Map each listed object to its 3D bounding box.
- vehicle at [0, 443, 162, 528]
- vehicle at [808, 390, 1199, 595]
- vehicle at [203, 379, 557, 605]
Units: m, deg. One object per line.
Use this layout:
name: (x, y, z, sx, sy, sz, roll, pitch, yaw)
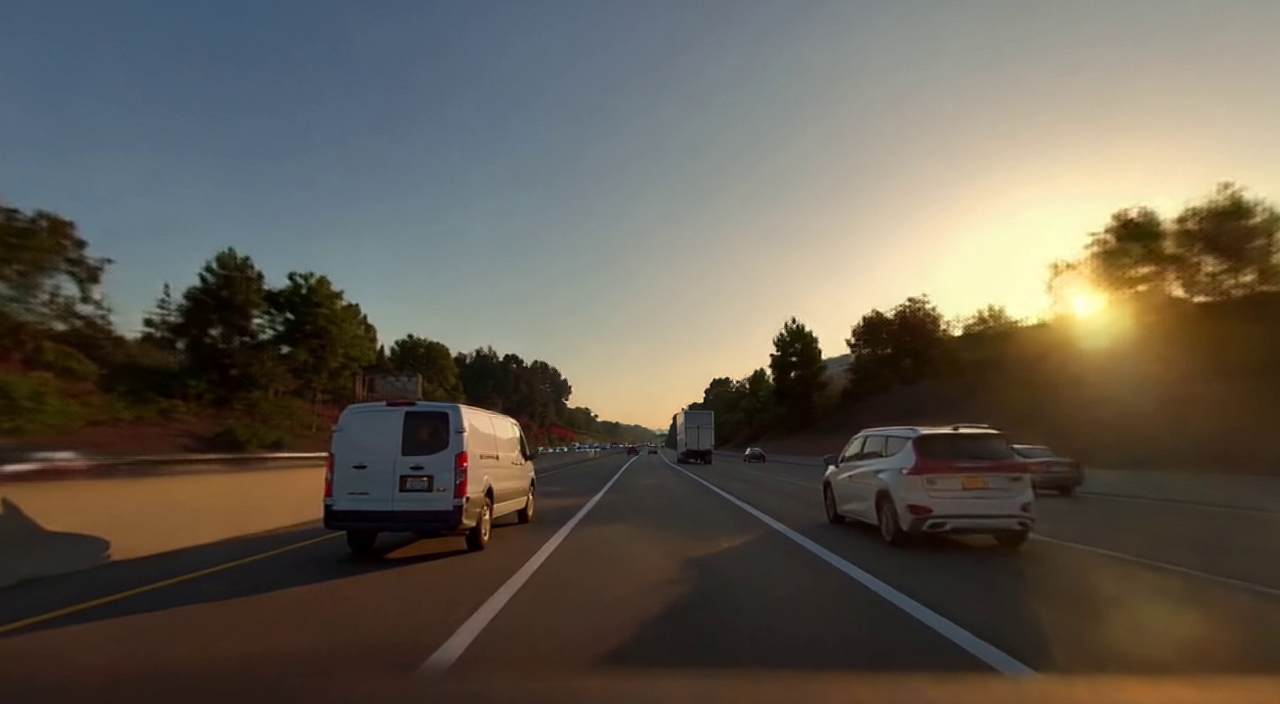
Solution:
vehicle: (-11.897, 2.560, 12.604, 1.705, 1.445, 3.705, 0, -8, 1)
vehicle: (3.965, 1.628, 8.199, 2.209, 1.862, 4.717, 0, -8, -1)
vehicle: (-2.595, 1.589, 8.164, 2.159, 1.922, 5.345, 0, -8, 2)
